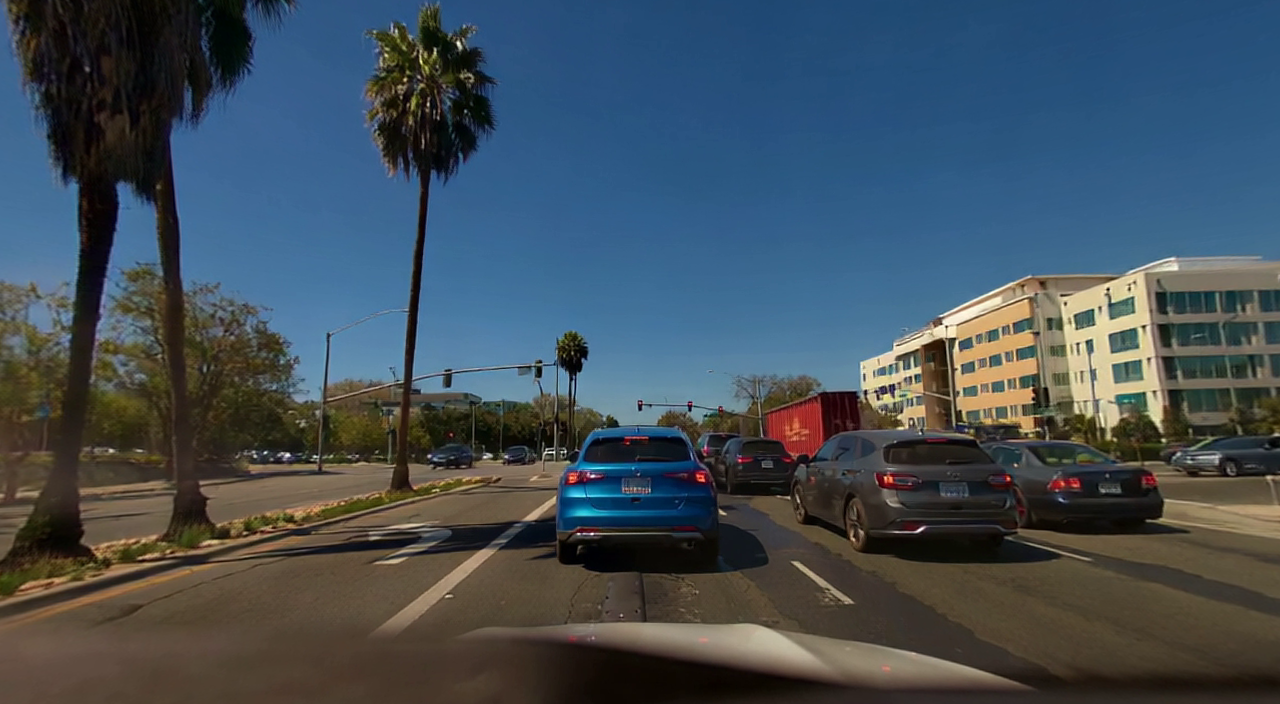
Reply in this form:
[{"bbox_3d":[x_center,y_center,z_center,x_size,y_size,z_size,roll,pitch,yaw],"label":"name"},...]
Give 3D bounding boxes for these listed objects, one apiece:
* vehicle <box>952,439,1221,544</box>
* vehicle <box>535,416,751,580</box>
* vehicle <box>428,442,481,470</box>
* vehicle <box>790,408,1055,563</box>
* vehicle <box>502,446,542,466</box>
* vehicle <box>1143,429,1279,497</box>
[{"bbox_3d":[7.354,2.292,11.037,1.832,1.477,3.981,0,-9,1],"label":"vehicle"},{"bbox_3d":[0.026,1.719,8.190,2.083,1.572,4.021,0,-9,0],"label":"vehicle"},{"bbox_3d":[-12.435,7.016,42.626,2.180,1.776,4.521,0,-9,0],"label":"vehicle"},{"bbox_3d":[3.671,1.820,9.242,1.947,1.725,4.159,0,-9,0],"label":"vehicle"},{"bbox_3d":[-9.170,8.121,49.394,2.168,1.462,4.505,0,-9,1],"label":"vehicle"},{"bbox_3d":[18.048,3.209,18.470,4.786,1.848,2.107,0,-9,-1],"label":"vehicle"}]
